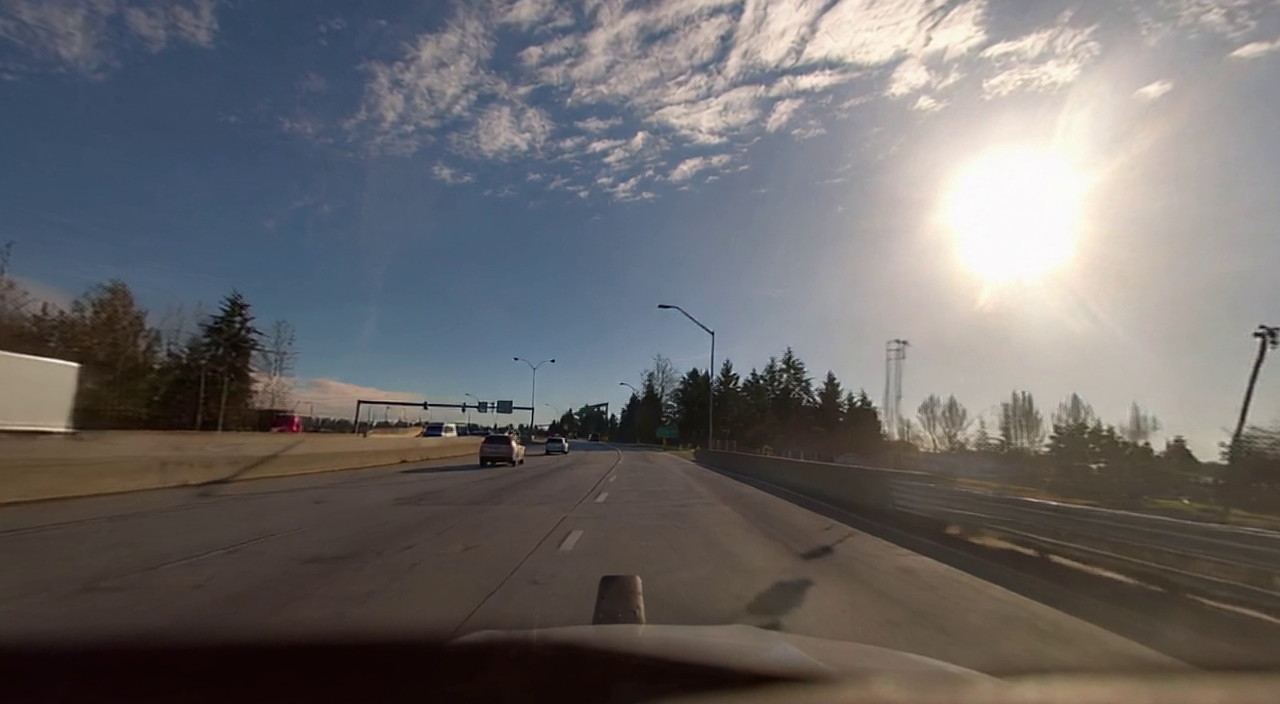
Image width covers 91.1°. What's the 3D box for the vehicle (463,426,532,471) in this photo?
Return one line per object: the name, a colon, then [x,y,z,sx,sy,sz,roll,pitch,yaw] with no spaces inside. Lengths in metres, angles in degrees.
vehicle: [-6.540,4.481,29.463,2.188,1.896,4.810,0,-8,-1]
